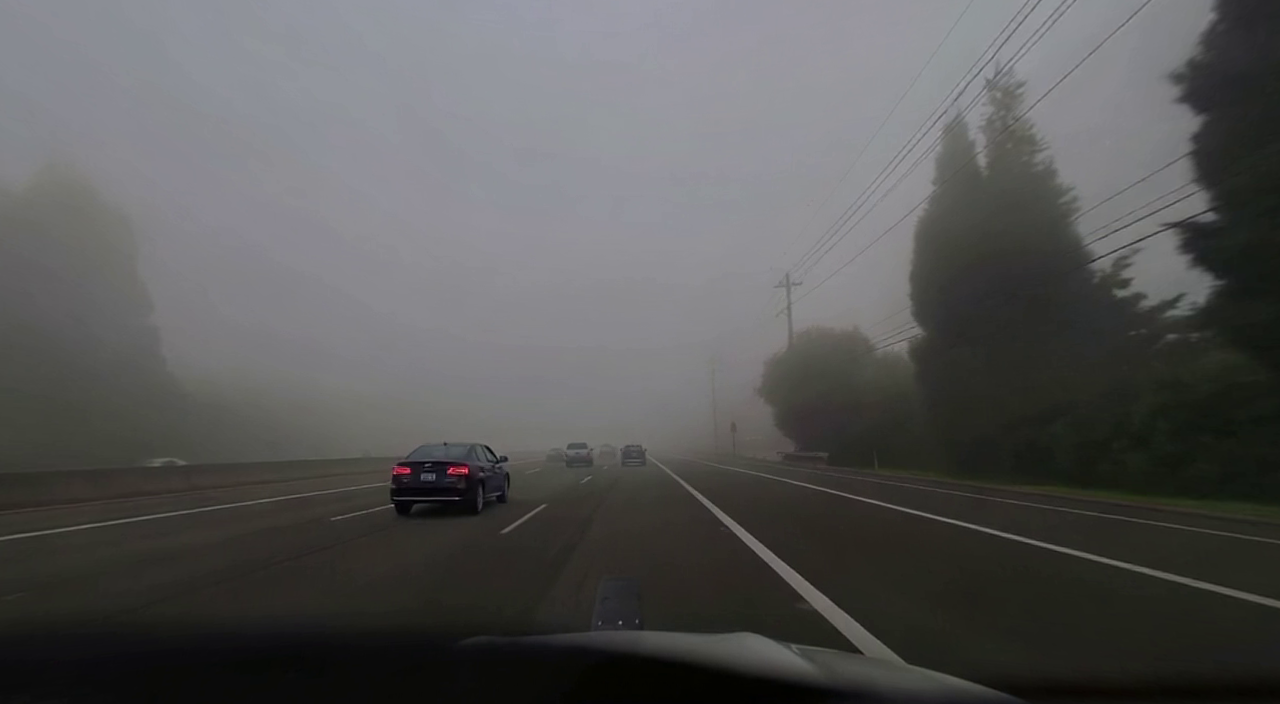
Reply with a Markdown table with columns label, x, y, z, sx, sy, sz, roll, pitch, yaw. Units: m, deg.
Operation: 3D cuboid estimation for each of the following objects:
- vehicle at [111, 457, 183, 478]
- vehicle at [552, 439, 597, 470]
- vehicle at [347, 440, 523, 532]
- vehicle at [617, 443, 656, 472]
| label | x | y | z | sx | sy | sz | roll | pitch | yaw |
| --- | --- | --- | --- | --- | --- | --- | --- | --- | --- |
| vehicle | -38.001 | 8.916 | 48.850 | 1.905 | 1.445 | 4.531 | 0 | -8 | 0 |
| vehicle | -3.930 | 6.239 | 38.591 | 2.244 | 1.752 | 4.439 | 0 | -8 | 1 |
| vehicle | -3.662 | 2.459 | 12.215 | 1.938 | 1.444 | 4.206 | 0 | -8 | 1 |
| vehicle | -0.209 | 5.788 | 34.928 | 2.030 | 1.471 | 4.115 | 0 | -8 | 0 |
